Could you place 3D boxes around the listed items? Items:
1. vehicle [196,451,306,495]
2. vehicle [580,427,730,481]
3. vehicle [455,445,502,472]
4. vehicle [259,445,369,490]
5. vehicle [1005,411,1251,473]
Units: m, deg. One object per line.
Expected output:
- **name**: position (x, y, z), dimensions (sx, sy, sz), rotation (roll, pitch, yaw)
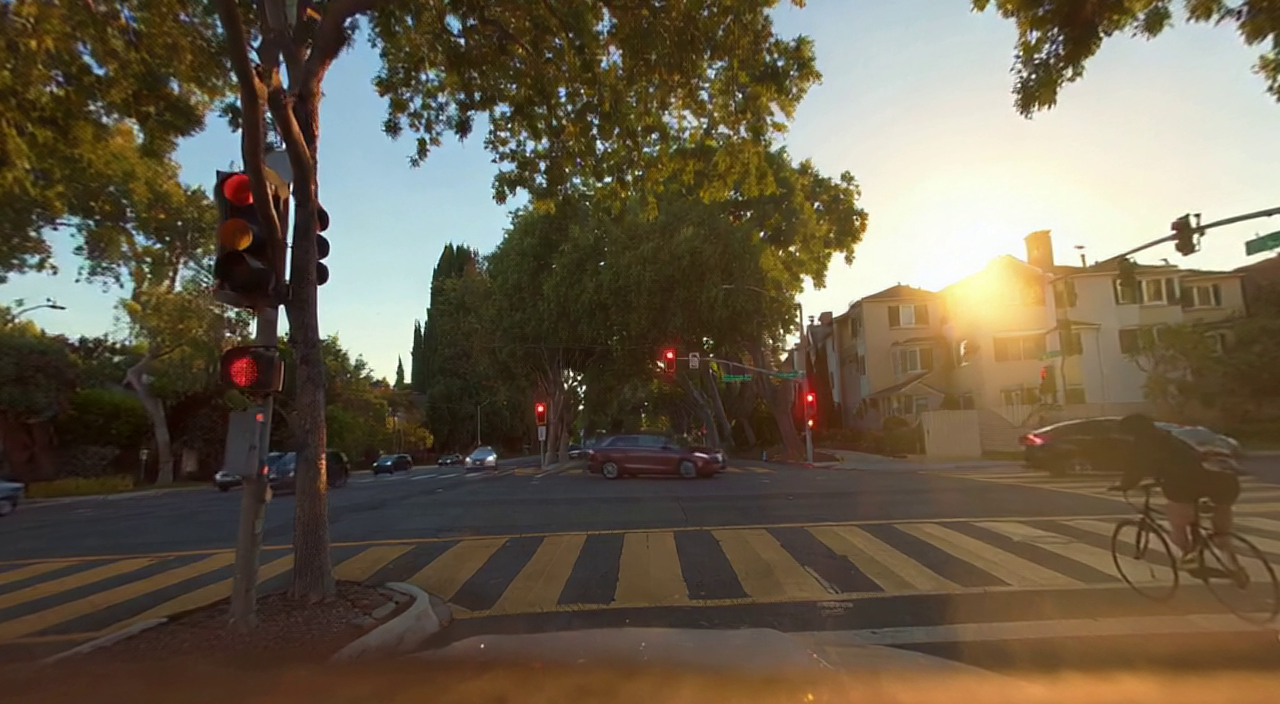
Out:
- **vehicle**: position (-17.426, 5.402, 28.570), dimensions (2.006, 1.735, 4.591), rotation (0, -9, 1)
- **vehicle**: position (0.433, 3.685, 22.854), dimensions (5.188, 1.731, 2.191), rotation (-7, -11, 40)
- **vehicle**: position (-9.719, 6.412, 38.276), dimensions (2.017, 1.496, 4.749), rotation (0, -9, -5)
- **vehicle**: position (-14.164, 5.012, 27.795), dimensions (2.093, 1.769, 4.971), rotation (0, -9, 1)
- **vehicle**: position (13.828, 2.608, 18.174), dimensions (5.217, 1.673, 2.006), rotation (-1, -9, 5)
